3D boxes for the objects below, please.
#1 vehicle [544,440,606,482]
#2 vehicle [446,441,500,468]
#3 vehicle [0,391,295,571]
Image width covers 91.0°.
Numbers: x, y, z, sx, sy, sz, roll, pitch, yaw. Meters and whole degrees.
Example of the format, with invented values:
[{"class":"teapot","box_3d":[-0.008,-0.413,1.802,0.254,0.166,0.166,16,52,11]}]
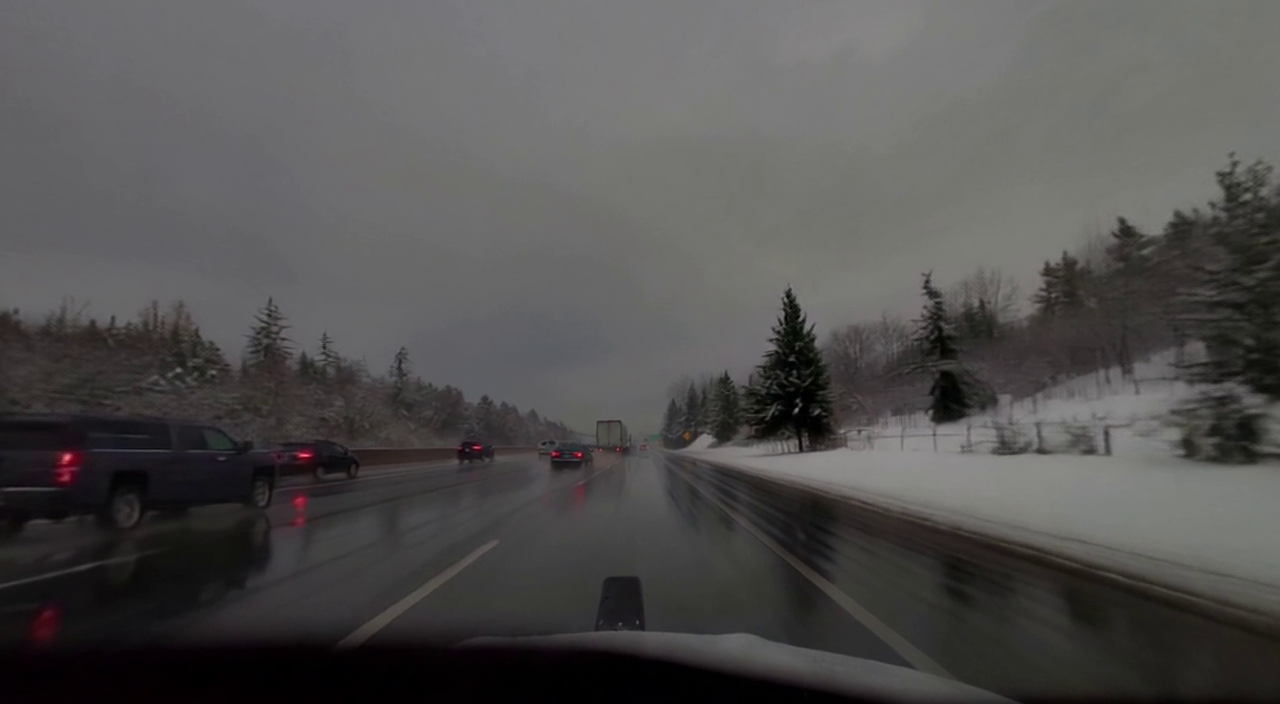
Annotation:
[{"class":"vehicle","box_3d":[-2.537,4.349,25.450,1.931,1.528,4.126,0,-8,2]},{"class":"vehicle","box_3d":[-10.106,6.239,38.450,2.036,1.506,4.358,0,-8,1]},{"class":"vehicle","box_3d":[-7.386,1.618,8.554,2.115,1.778,5.572,0,-8,2]}]
